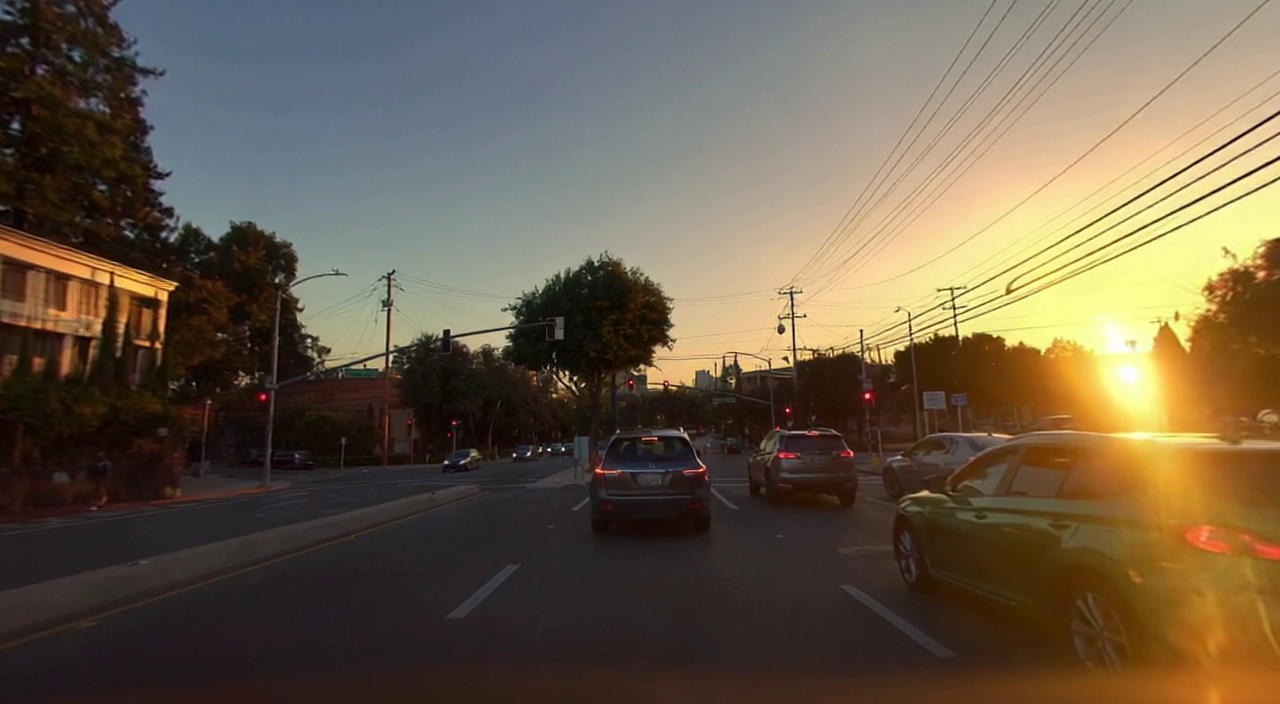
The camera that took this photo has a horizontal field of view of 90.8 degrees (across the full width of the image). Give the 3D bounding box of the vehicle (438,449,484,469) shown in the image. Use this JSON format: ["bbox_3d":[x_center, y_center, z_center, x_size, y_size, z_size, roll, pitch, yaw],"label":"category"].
[{"bbox_3d":[-13.534,8.092,48.010,2.045,1.453,4.624,0,-9,1],"label":"vehicle"}]

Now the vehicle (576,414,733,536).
[{"bbox_3d":[0.195,1.993,10.753,2.149,1.668,3.962,0,-9,0],"label":"vehicle"}]

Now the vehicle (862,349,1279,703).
[{"bbox_3d":[3.306,1.101,4.365,1.998,1.620,4.267,0,-9,1],"label":"vehicle"}]

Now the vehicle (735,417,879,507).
[{"bbox_3d":[3.703,2.564,15.070,2.060,1.789,4.712,0,-9,-1],"label":"vehicle"}]

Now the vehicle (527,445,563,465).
[{"bbox_3d":[-7.225,7.851,48.450,2.057,1.461,4.485,0,-9,1],"label":"vehicle"}]
